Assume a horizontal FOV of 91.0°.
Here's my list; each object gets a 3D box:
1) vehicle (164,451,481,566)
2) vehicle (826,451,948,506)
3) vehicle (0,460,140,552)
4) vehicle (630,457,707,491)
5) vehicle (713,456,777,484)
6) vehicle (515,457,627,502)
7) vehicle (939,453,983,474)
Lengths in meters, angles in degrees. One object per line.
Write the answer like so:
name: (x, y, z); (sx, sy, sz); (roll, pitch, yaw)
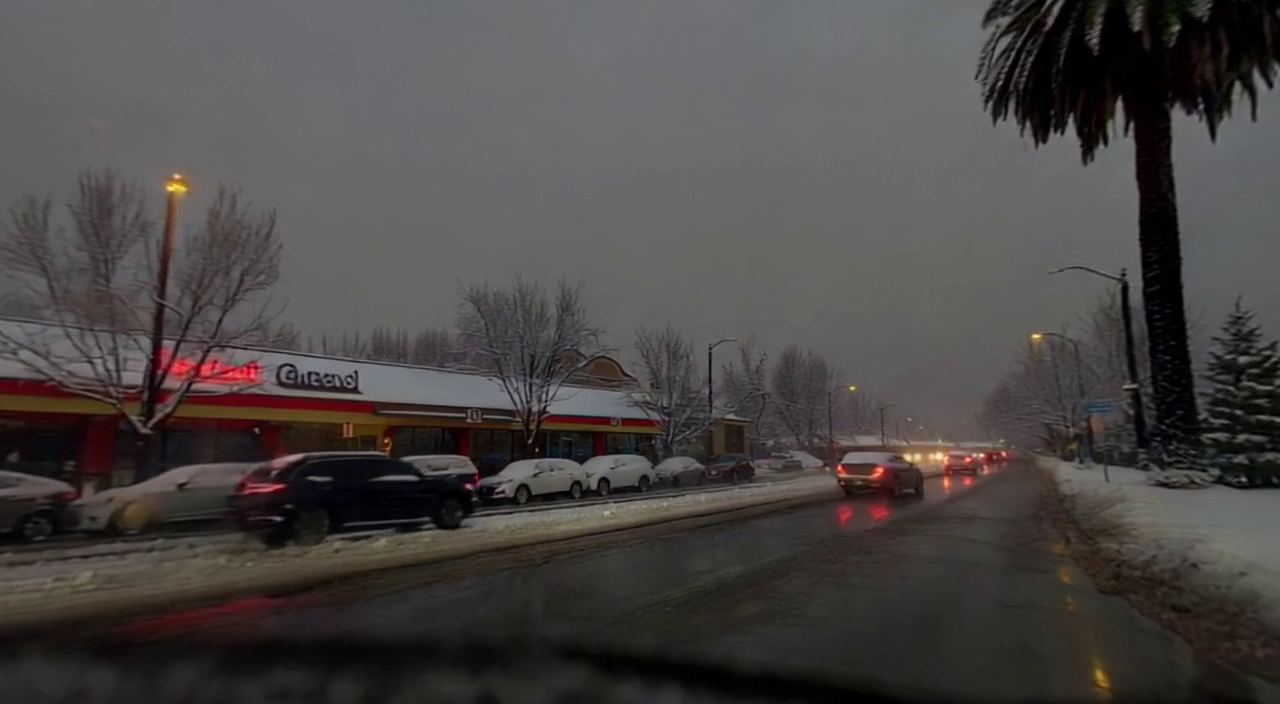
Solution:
vehicle: (-5.271, 2.538, 11.133); (2.090, 1.520, 4.452); (-5, -10, 33)
vehicle: (7.891, 3.876, 19.827); (2.139, 1.461, 4.918); (-7, -11, 38)
vehicle: (-11.996, 2.679, 10.905); (1.854, 1.482, 4.756); (-6, -10, 34)
vehicle: (1.453, 5.810, 30.274); (1.776, 1.448, 4.137); (-6, -10, 34)
vehicle: (6.346, 7.000, 37.669); (1.981, 1.493, 4.721); (-6, -10, 34)
vehicle: (-2.542, 4.840, 24.276); (1.837, 1.468, 4.389); (-6, -10, 35)
vehicle: (24.998, 8.607, 48.880); (2.232, 1.513, 5.090); (-6, -10, 34)
